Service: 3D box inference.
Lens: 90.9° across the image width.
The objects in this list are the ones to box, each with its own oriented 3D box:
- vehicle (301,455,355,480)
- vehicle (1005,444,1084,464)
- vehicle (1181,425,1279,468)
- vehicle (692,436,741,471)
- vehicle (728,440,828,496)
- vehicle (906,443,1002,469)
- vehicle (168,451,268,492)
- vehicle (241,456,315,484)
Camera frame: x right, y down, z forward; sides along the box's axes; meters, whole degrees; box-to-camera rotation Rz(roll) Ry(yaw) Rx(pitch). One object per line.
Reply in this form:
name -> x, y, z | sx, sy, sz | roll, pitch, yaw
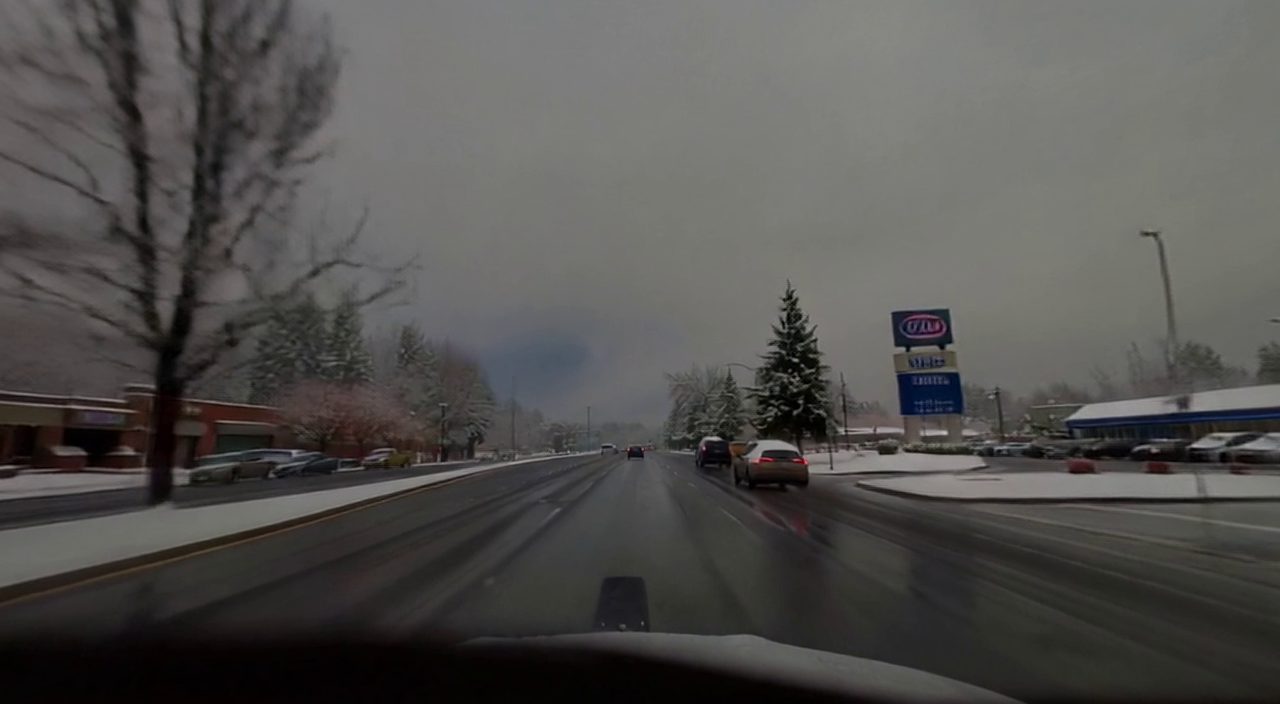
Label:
vehicle -> -22.835, 8.429, 46.342 | 1.822, 1.551, 4.295 | -3, -8, -1
vehicle -> 30.891, 7.806, 48.213 | 4.587, 1.468, 2.153 | 1, -8, -4
vehicle -> 31.609, 4.851, 32.462 | 5.184, 2.130, 2.349 | 0, -8, 0
vehicle -> 4.413, 5.968, 37.108 | 2.140, 1.921, 4.431 | 0, -8, -2
vehicle -> 3.966, 3.401, 18.935 | 1.916, 1.459, 4.335 | 0, -8, -2
vehicle -> 18.363, 6.083, 36.990 | 4.502, 1.459, 2.082 | 0, -8, -3
vehicle -> -22.475, 6.322, 33.830 | 2.058, 1.837, 4.990 | -3, -8, -2
vehicle -> -22.783, 7.397, 39.887 | 1.833, 1.534, 4.821 | 0, -8, -1
